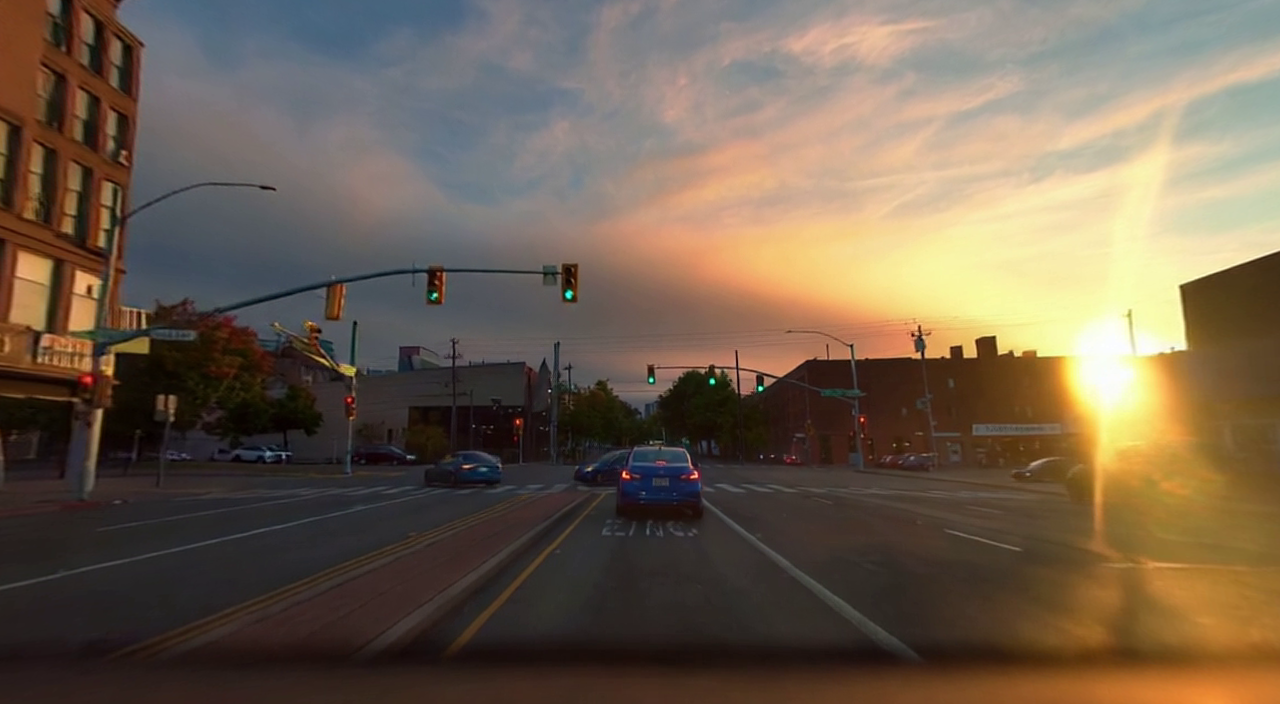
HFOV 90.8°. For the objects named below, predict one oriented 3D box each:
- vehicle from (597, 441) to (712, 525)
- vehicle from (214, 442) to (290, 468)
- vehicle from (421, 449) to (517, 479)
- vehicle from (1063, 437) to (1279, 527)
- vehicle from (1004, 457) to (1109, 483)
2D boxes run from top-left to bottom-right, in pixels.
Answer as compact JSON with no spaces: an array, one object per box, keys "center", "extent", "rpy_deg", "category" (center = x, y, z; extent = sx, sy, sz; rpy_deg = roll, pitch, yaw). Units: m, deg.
[{"center":[0.309,2.680,13.505],"extent":[2.067,1.471,4.241],"rpy_deg":[0,-9,1],"category":"vehicle"},{"center":[-30.223,7.986,49.303],"extent":[1.999,1.702,4.557],"rpy_deg":[-2,-7,30],"category":"vehicle"},{"center":[-8.834,5.765,32.644],"extent":[4.531,1.434,1.841],"rpy_deg":[-4,-9,22],"category":"vehicle"},{"center":[13.989,3.133,15.991],"extent":[2.309,1.819,5.793],"rpy_deg":[0,-9,-3],"category":"vehicle"},{"center":[23.983,6.816,36.517],"extent":[4.684,1.412,1.995],"rpy_deg":[0,-9,-1],"category":"vehicle"}]
